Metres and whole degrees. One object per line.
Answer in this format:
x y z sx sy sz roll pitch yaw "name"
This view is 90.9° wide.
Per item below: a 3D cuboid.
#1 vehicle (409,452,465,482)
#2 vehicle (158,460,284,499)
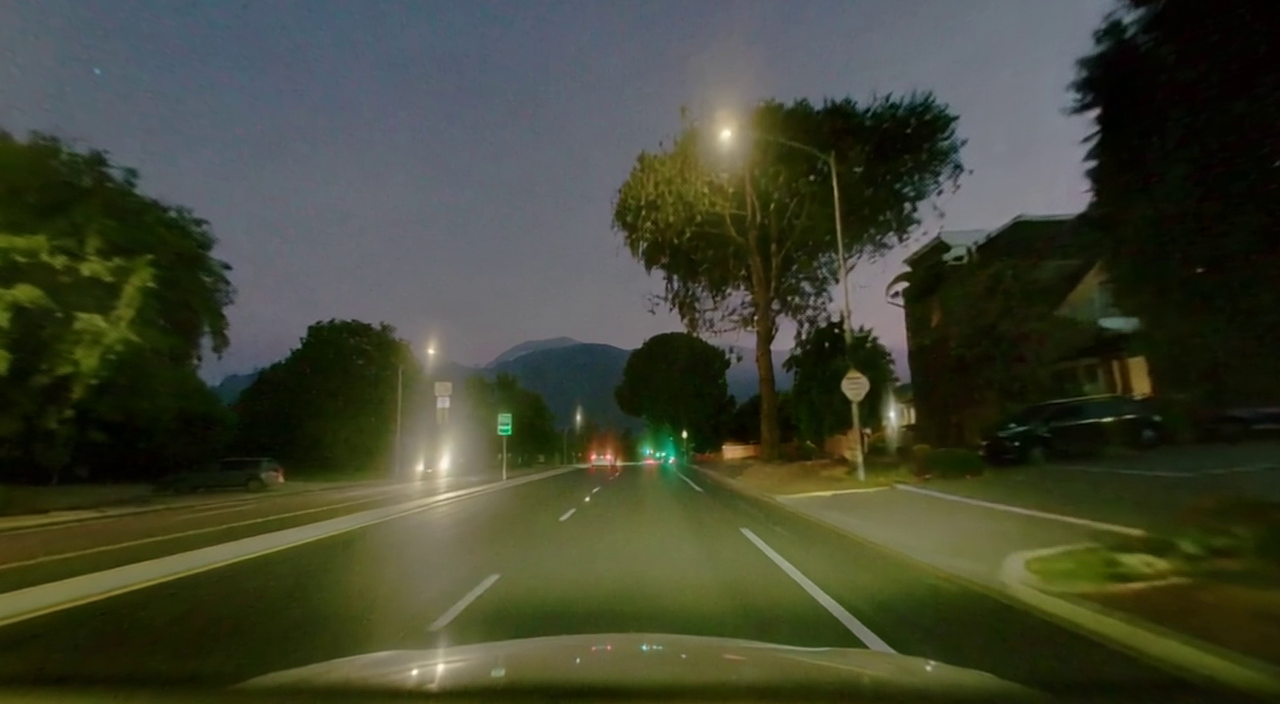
-13.056 7.411 40.843 2.005 1.739 4.563 0 -9 2 "vehicle"
-19.522 5.946 29.507 4.553 1.681 1.931 -1 -9 4 "vehicle"
